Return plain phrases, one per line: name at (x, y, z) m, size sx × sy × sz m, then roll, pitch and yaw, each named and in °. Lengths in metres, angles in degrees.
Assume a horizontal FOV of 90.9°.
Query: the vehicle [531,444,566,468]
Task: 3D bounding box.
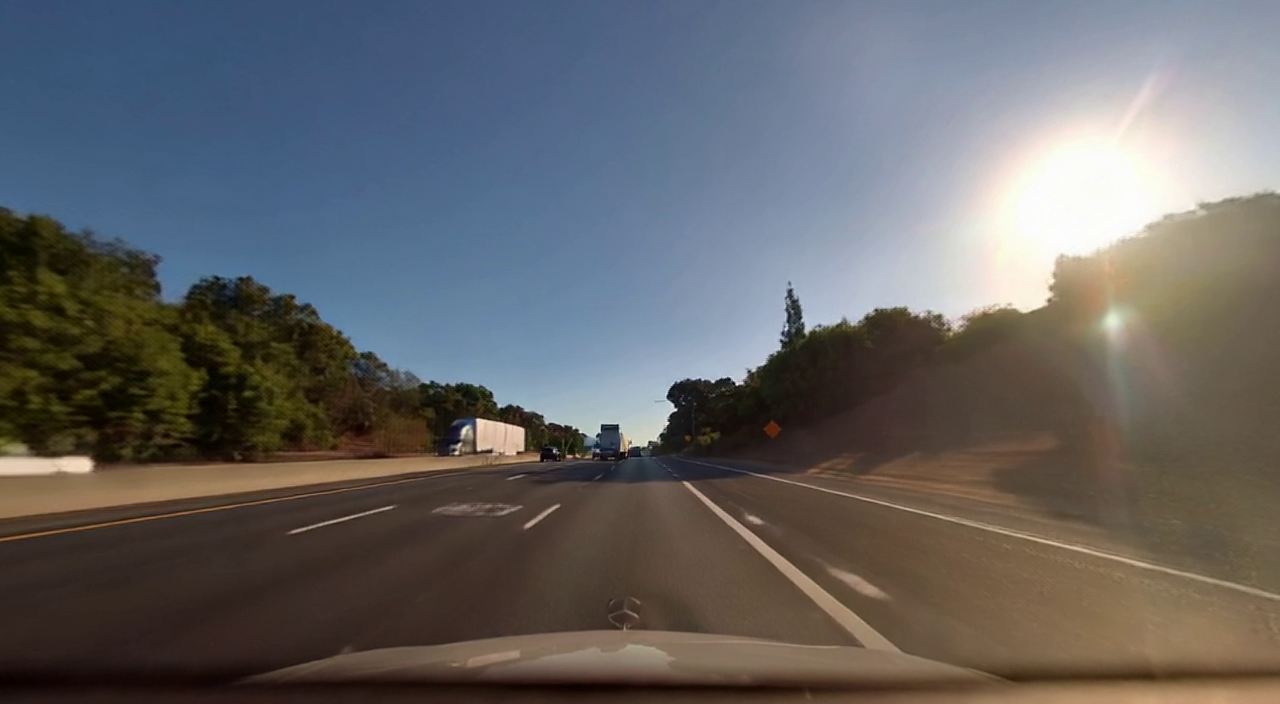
vehicle at (-7.166, 8.153, 49.727) m, size 2.043 × 1.828 × 4.436 m, roll 0°, pitch -8°, yaw 1°
